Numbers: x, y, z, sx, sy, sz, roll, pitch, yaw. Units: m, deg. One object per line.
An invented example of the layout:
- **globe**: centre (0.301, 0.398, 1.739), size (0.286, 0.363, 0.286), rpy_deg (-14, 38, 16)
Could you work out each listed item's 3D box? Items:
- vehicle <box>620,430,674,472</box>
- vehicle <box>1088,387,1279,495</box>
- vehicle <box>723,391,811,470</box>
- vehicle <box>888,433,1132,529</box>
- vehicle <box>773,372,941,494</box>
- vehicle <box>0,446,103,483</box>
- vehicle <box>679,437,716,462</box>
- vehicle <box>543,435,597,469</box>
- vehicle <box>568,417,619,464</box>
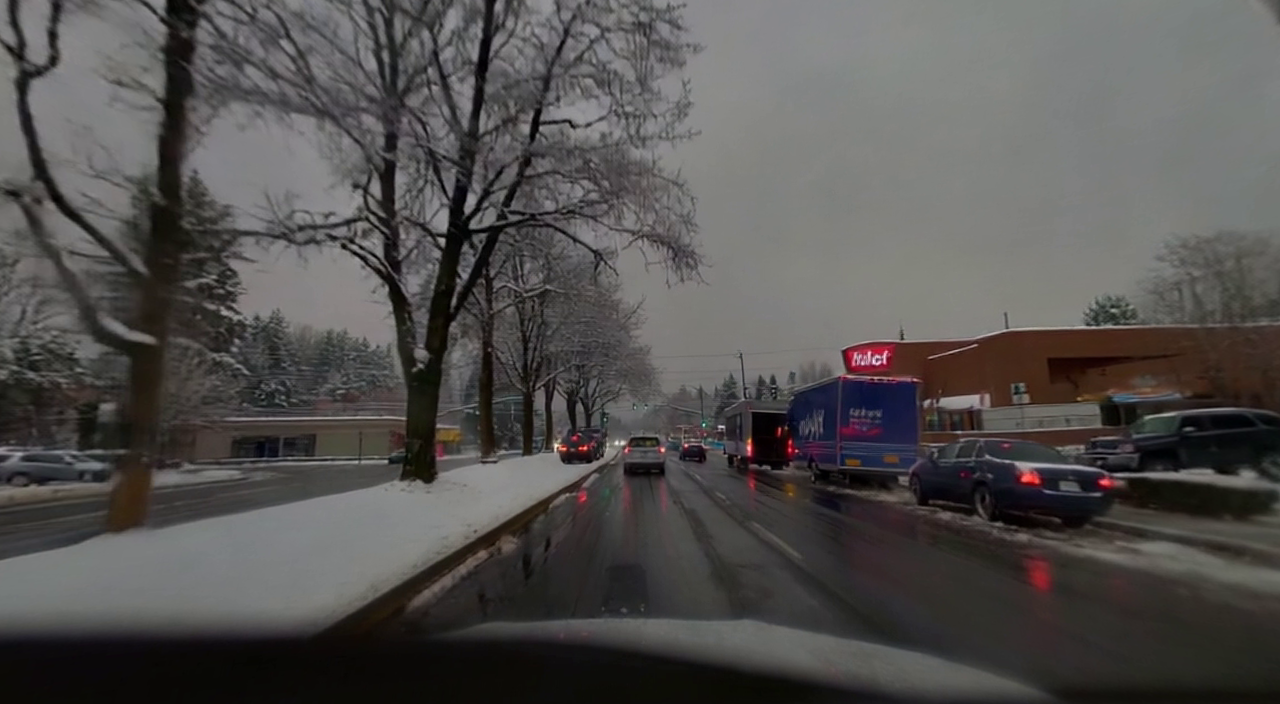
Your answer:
- **vehicle**: centre (0.344, 4.396, 28.216), size (2.209, 1.718, 4.008), rpy_deg (-1, -8, 1)
- **vehicle**: centre (13.750, 2.200, 15.699), size (5.354, 2.214, 2.504), rpy_deg (6, -10, -36)
- **vehicle**: centre (7.005, 4.662, 36.593), size (2.816, 3.804, 10.315), rpy_deg (-2, -9, 0)
- **vehicle**: centre (6.702, 2.359, 12.192), size (1.980, 1.473, 4.537), rpy_deg (-1, -8, 1)
- **vehicle**: centre (6.858, 2.813, 21.521), size (2.891, 3.361, 7.843), rpy_deg (-1, -8, 0)
- **vehicle**: centre (-29.268, 5.330, 30.100), size (1.971, 1.578, 5.304), rpy_deg (-2, -8, 12)
- **vehicle**: centre (3.737, 6.458, 41.775), size (2.075, 1.540, 4.411), rpy_deg (-1, -8, 1)
- **vehicle**: centre (-3.314, 4.844, 30.641), size (2.008, 1.500, 4.369), rpy_deg (-1, -8, 1)
- **vehicle**: centre (-2.950, 5.866, 41.721), size (2.715, 2.791, 7.171), rpy_deg (-1, -8, 1)
